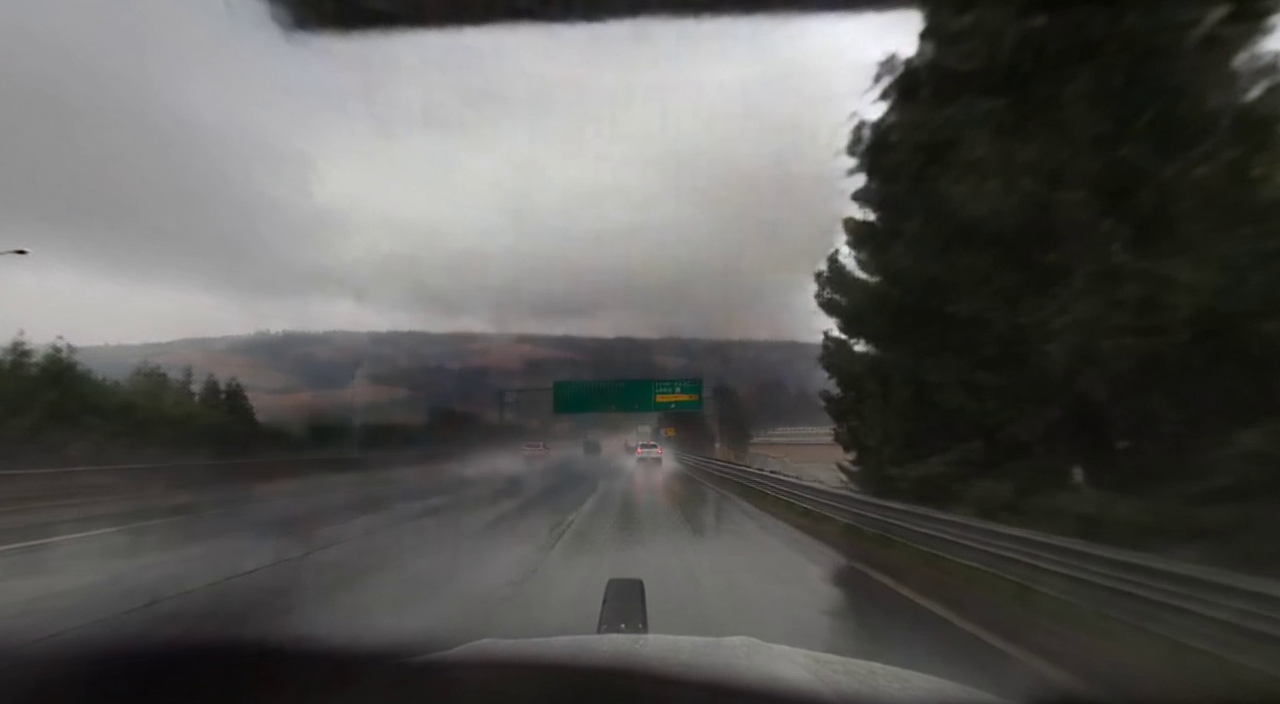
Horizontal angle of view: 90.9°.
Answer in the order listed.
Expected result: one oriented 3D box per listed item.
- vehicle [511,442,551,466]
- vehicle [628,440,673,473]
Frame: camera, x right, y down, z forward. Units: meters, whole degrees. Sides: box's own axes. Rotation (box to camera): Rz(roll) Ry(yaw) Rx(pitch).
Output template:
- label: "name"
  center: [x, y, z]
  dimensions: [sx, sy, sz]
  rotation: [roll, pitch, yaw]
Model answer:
- label: "vehicle"
  center: [-7.068, 6.647, 41.185]
  dimensions: [1.955, 1.468, 3.637]
  rotation: [0, -9, -1]
- label: "vehicle"
  center: [0.428, 5.029, 30.492]
  dimensions: [2.019, 1.475, 4.301]
  rotation: [0, -9, -2]
